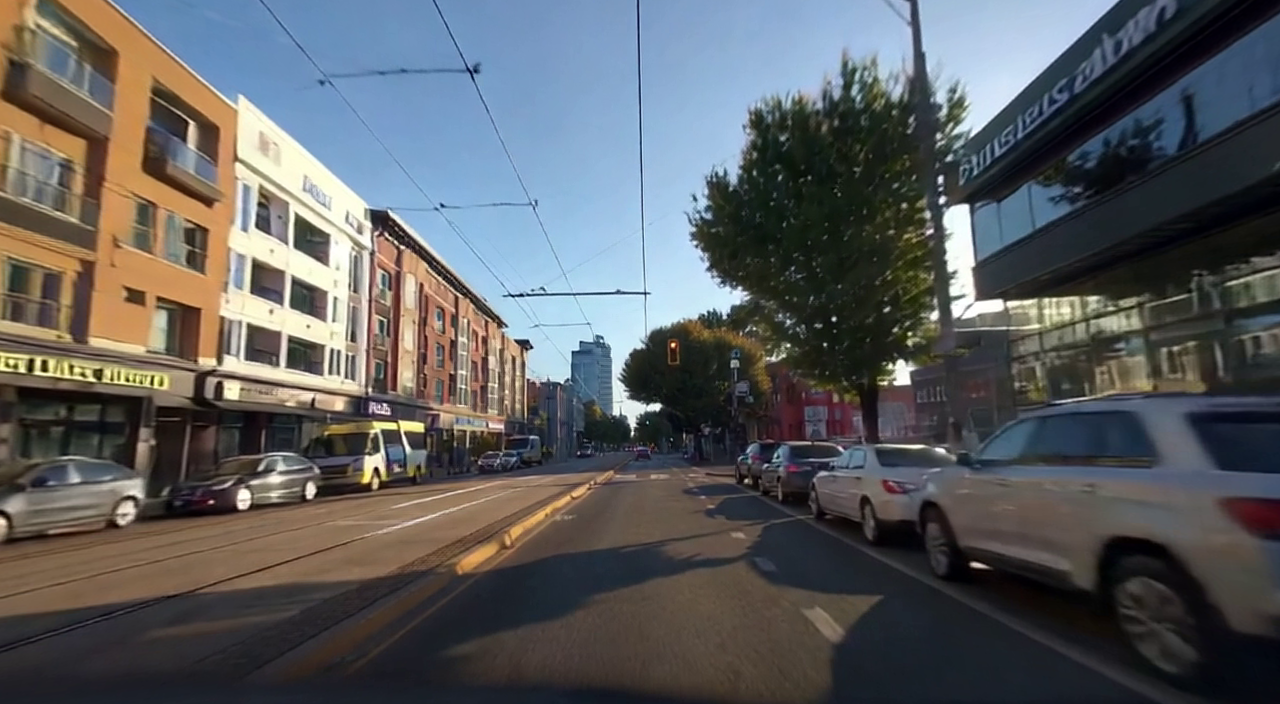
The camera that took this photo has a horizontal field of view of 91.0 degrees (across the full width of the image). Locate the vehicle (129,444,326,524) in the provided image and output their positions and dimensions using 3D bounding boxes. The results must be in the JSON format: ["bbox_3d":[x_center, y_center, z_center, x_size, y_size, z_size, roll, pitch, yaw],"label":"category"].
[{"bbox_3d":[-9.964,3.151,15.720,1.837,1.668,4.354,-1,-8,2],"label":"vehicle"}]

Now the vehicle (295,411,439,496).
[{"bbox_3d":[-9.975,3.822,23.901,2.291,2.745,6.492,-1,-9,2],"label":"vehicle"}]

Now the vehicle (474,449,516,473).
[{"bbox_3d":[-9.567,7.226,41.928,1.897,1.464,4.209,0,-8,-2],"label":"vehicle"}]

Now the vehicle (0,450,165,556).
[{"bbox_3d":[-10.245,2.385,10.298,1.841,1.488,3.852,0,-8,2],"label":"vehicle"}]

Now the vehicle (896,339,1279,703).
[{"bbox_3d":[3.708,1.032,4.238,1.927,1.713,4.807,0,-8,0],"label":"vehicle"}]
